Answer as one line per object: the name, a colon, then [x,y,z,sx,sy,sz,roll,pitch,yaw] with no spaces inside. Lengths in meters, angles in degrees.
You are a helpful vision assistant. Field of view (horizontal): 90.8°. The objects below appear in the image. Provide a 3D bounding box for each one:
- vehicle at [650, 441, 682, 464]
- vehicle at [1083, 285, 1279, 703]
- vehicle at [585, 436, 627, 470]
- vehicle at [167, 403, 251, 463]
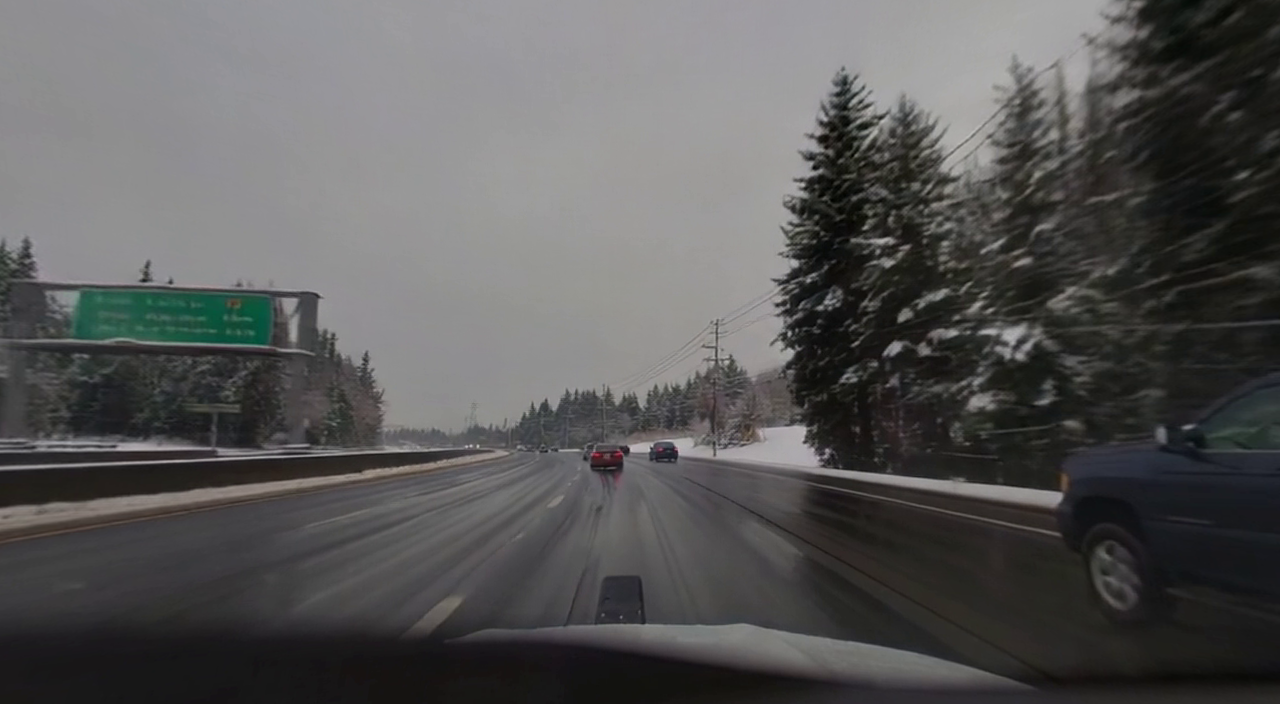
vehicle: [1.776,6.996,44.223,1.789,1.503,3.897,1,-9,-5]
vehicle: [4.411,0.443,1.352,2.504,2.033,5.979,0,-8,-1]
vehicle: [-1.902,5.567,34.976,2.188,1.714,3.921,1,-8,-4]
vehicle: [-26.980,5.133,39.796,2.513,3.577,4.197,1,-9,-8]
